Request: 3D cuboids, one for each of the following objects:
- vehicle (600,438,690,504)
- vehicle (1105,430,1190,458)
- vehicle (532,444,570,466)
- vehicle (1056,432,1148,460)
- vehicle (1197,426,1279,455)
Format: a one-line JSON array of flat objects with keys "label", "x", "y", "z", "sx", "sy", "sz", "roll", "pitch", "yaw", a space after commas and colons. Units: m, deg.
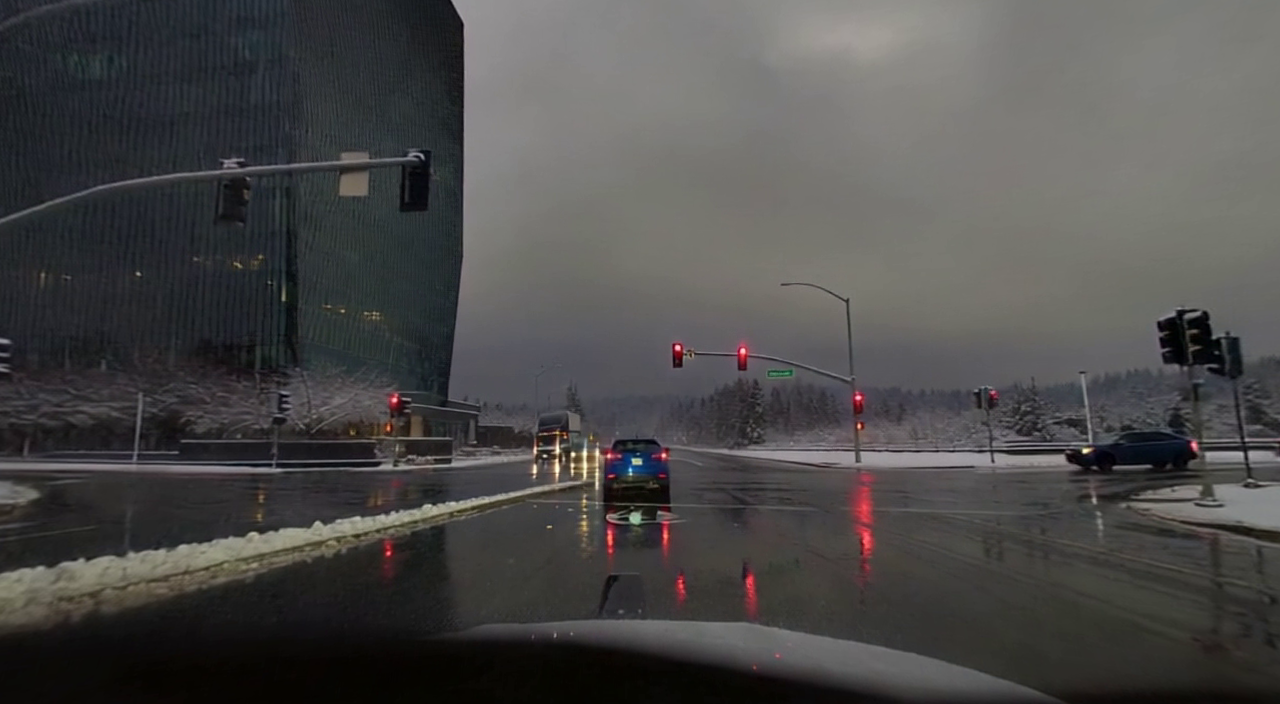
[{"label": "vehicle", "x": 0.002, "y": 3.124, "z": 16.979, "sx": 2.014, "sy": 1.525, "sz": 4.197, "roll": 1, "pitch": -9, "yaw": -5}, {"label": "vehicle", "x": 27.885, "y": 5.078, "z": 34.722, "sx": 1.816, "sy": 1.476, "sz": 3.652, "roll": -1, "pitch": -9, "yaw": 5}, {"label": "vehicle", "x": -6.698, "y": 7.814, "z": 47.815, "sx": 2.113, "sy": 1.535, "sz": 4.504, "roll": 0, "pitch": -9, "yaw": 2}, {"label": "vehicle", "x": 25.560, "y": 5.241, "z": 35.074, "sx": 2.021, "sy": 1.484, "sz": 4.454, "roll": -1, "pitch": -9, "yaw": 5}, {"label": "vehicle", "x": 33.091, "y": 4.857, "z": 34.527, "sx": 1.798, "sy": 1.480, "sz": 3.684, "roll": 0, "pitch": -9, "yaw": 3}]
